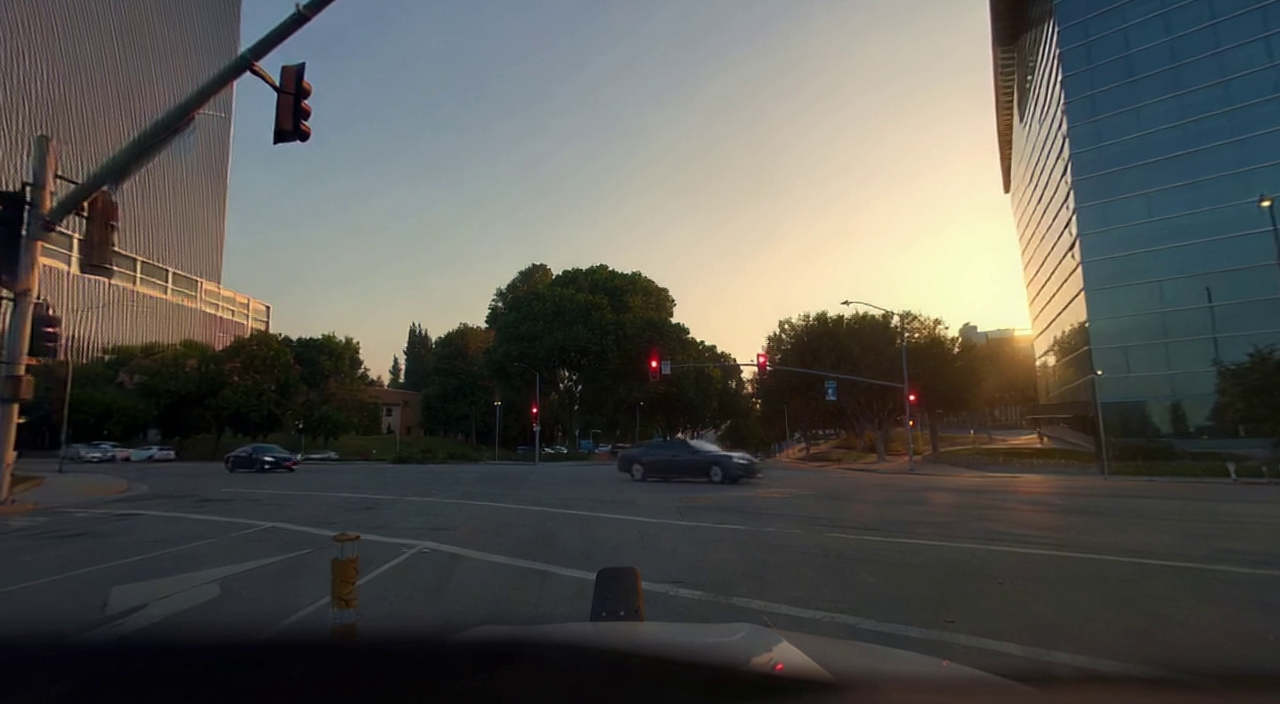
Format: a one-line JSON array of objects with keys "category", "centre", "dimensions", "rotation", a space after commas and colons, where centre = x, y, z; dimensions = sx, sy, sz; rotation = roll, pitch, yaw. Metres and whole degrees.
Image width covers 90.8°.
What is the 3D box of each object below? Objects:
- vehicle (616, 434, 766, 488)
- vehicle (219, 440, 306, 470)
[{"category": "vehicle", "centre": [1.626, 3.622, 21.304], "dimensions": [4.698, 1.609, 1.975], "rotation": [-7, -11, 37]}, {"category": "vehicle", "centre": [-19.705, 5.351, 32.895], "dimensions": [4.798, 1.461, 1.939], "rotation": [-6, -10, 34]}]
